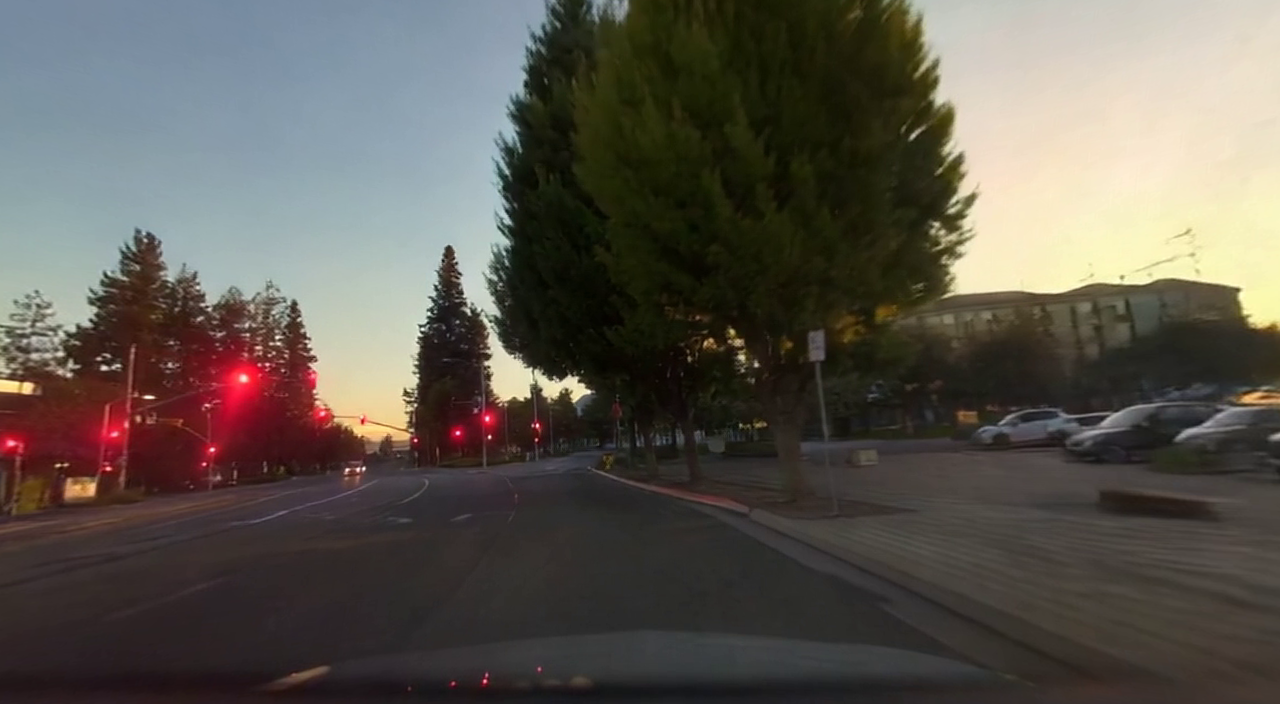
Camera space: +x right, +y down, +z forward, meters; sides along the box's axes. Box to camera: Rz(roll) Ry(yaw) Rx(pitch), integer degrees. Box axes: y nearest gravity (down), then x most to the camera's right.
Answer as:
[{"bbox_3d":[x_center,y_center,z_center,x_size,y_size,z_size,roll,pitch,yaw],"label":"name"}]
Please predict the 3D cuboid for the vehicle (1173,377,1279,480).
[{"bbox_3d":[12.099,1.330,10.785,4.400,1.584,1.964,1,-9,-7],"label":"vehicle"}]

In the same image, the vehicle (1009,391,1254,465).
[{"bbox_3d":[11.884,1.880,15.472,4.441,1.654,2.044,1,-9,-7],"label":"vehicle"}]
